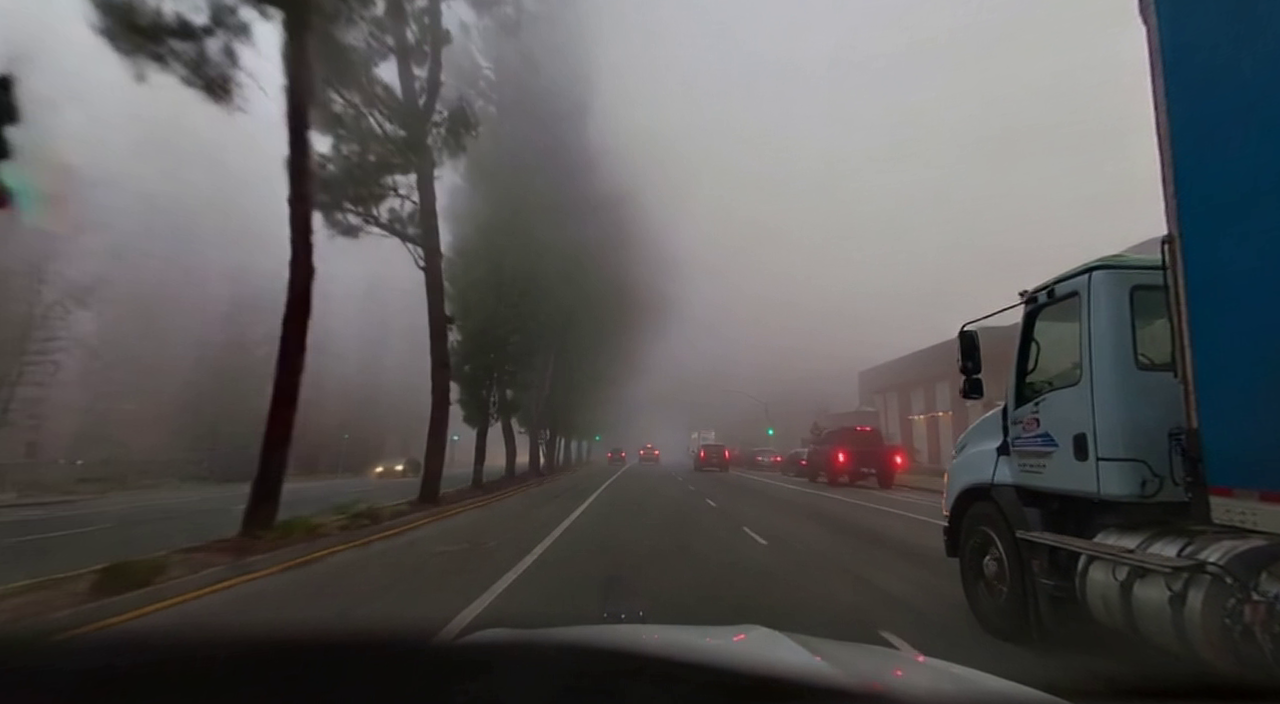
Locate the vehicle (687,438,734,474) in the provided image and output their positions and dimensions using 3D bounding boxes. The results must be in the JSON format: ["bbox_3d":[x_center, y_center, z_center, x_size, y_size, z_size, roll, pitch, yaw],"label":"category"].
[{"bbox_3d":[4.027,6.087,36.972,2.196,1.908,4.412,0,-9,0],"label":"vehicle"}]

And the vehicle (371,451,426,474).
[{"bbox_3d":[-16.969,7.777,44.520,2.017,1.503,4.638,0,-9,0],"label":"vehicle"}]

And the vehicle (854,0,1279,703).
[{"bbox_3d":[3.719,-0.225,2.399,3.006,3.679,8.506,-1,-9,2],"label":"vehicle"}]

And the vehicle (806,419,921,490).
[{"bbox_3d":[8.026,3.770,23.252,2.539,2.328,4.769,-1,-9,2],"label":"vehicle"}]
